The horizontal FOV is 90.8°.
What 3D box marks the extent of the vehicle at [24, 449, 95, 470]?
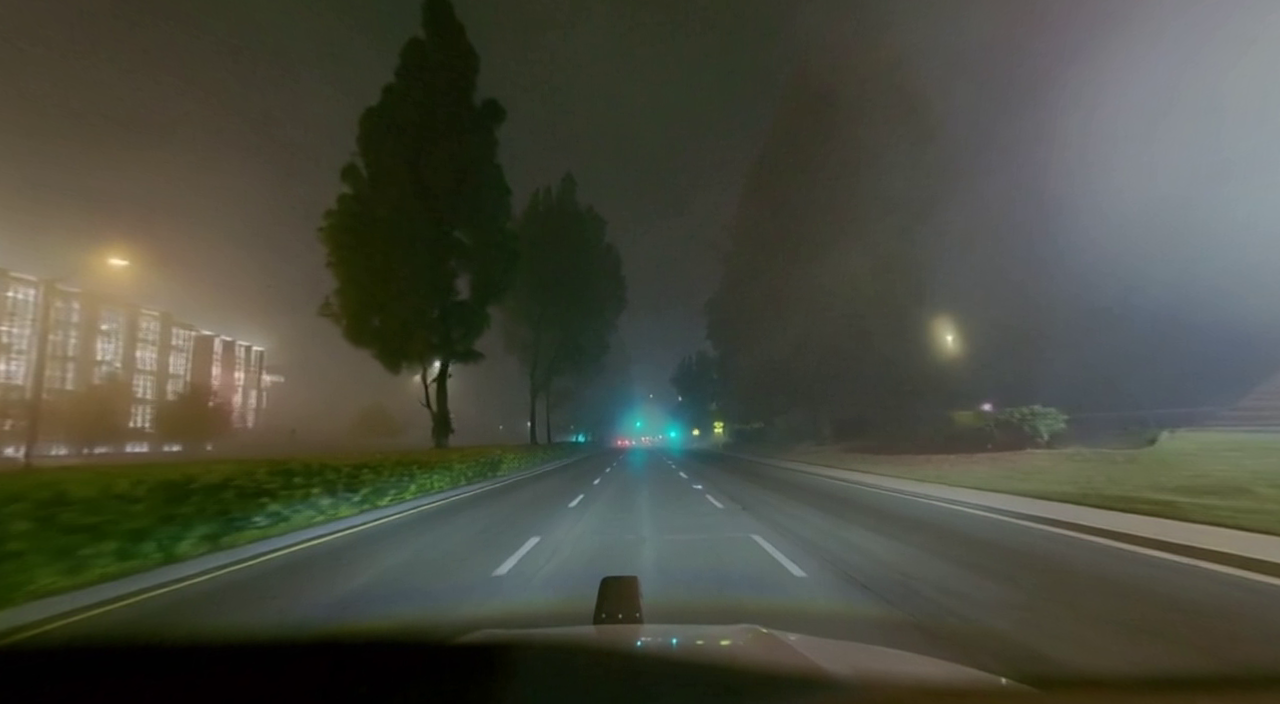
[{"bbox_3d":[-44.353,8.218,48.323,3.709,1.517,1.833,-1,-9,4],"label":"vehicle"}]
